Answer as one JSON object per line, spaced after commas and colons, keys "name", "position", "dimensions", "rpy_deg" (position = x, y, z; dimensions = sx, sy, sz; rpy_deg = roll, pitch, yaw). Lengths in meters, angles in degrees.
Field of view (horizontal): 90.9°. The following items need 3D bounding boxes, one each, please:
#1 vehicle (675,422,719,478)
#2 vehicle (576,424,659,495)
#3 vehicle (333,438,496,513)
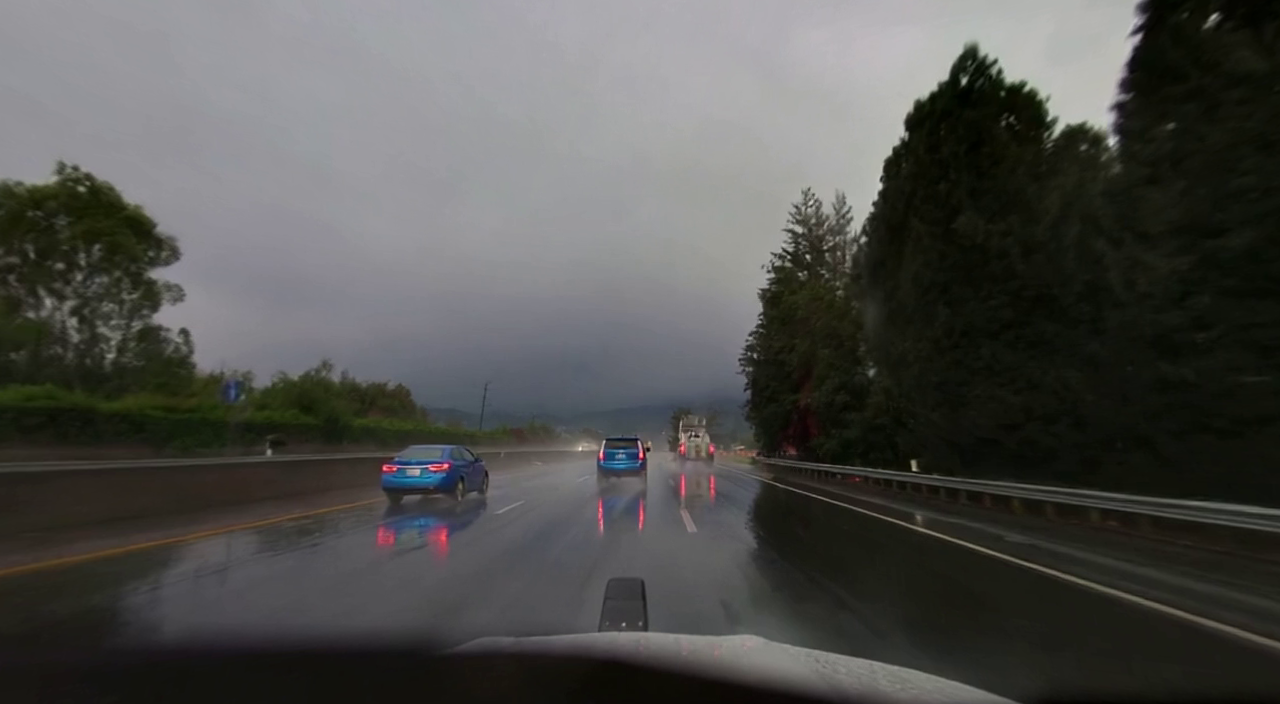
{"name": "vehicle", "position": [4.198, 7.503, 48.643], "dimensions": [2.793, 3.828, 9.580], "rpy_deg": [0, -8, 2]}
{"name": "vehicle", "position": [-0.582, 3.412, 20.299], "dimensions": [2.308, 1.993, 4.631], "rpy_deg": [0, -8, 2]}
{"name": "vehicle", "position": [-5.008, 2.792, 14.819], "dimensions": [2.096, 1.469, 4.319], "rpy_deg": [0, -8, 2]}
